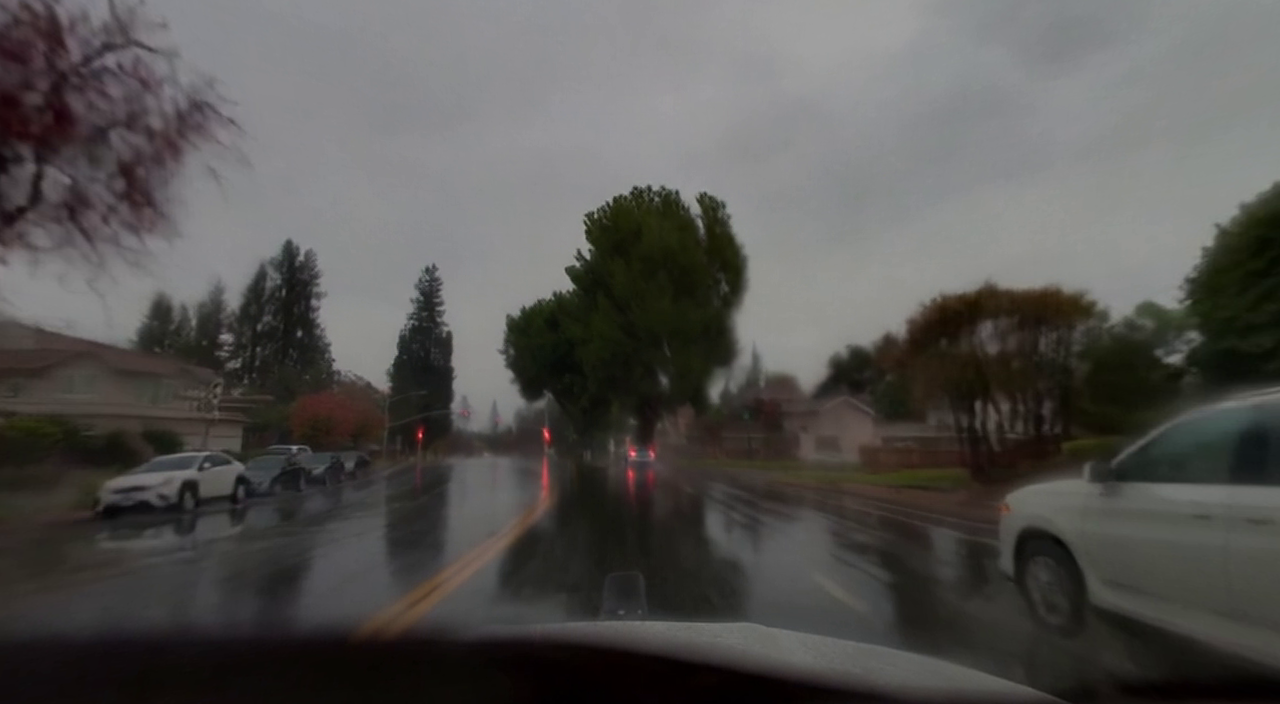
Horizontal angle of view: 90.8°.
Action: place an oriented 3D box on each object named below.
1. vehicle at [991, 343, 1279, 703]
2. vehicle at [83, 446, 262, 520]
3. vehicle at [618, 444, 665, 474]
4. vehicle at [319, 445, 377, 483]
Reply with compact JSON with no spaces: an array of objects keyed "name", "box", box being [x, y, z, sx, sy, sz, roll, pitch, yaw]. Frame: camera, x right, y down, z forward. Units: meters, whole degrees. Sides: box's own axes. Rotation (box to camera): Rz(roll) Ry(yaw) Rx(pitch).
[{"name":"vehicle","box":[3.916,0.824,2.443,2.081,1.828,5.138,0,-9,-1]},{"name":"vehicle","box":[-13.138,3.632,18.240,2.146,1.806,4.733,1,-9,-10]},{"name":"vehicle","box":[0.002,6.284,37.392,1.951,1.620,4.582,2,-9,-11]},{"name":"vehicle","box":[-16.272,6.212,35.489,1.993,1.801,5.201,-1,-8,-13]}]
